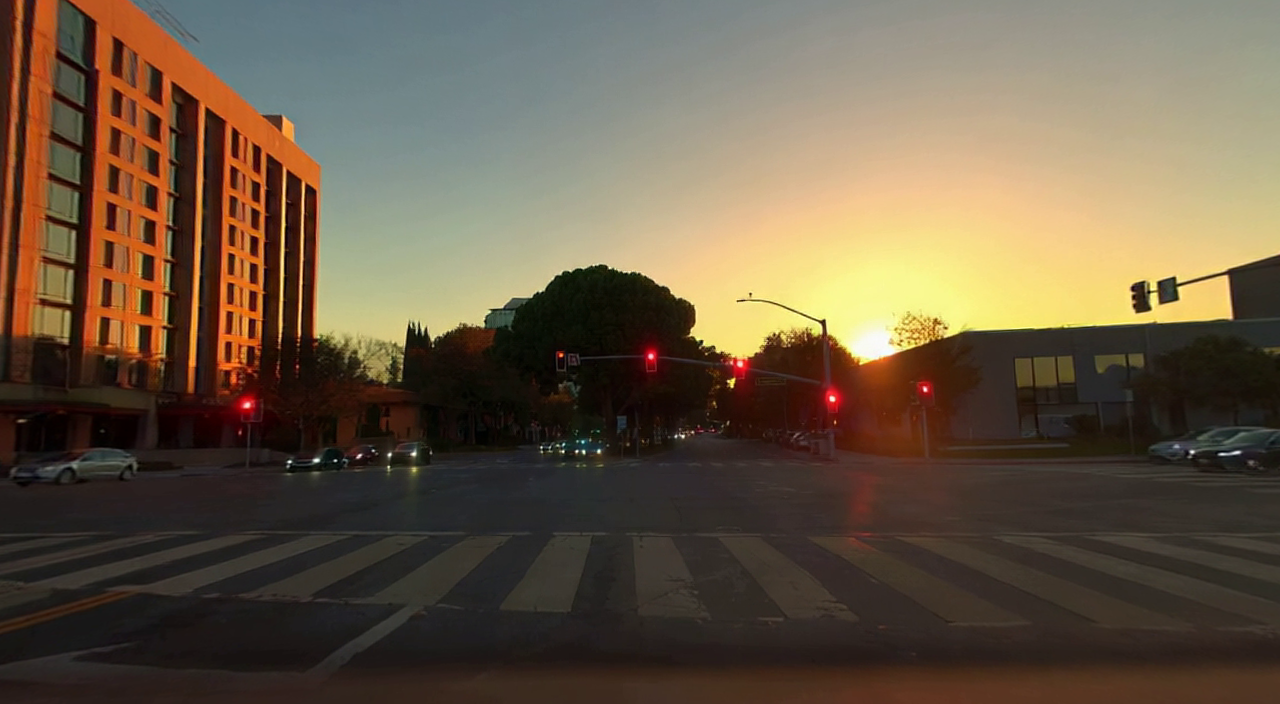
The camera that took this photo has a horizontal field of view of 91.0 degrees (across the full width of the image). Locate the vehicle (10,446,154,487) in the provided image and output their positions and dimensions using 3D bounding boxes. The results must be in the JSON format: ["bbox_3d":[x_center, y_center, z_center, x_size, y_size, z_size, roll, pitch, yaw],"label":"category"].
[{"bbox_3d":[-27.390,5.555,31.045,2.032,1.839,4.884,-7,-11,39],"label":"vehicle"}]

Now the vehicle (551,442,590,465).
[{"bbox_3d":[-4.551,6.722,41.679,1.954,1.431,4.050,0,-9,2],"label":"vehicle"}]

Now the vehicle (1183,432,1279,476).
[{"bbox_3d":[22.304,3.583,22.248,4.474,1.477,1.908,0,-9,-3],"label":"vehicle"}]

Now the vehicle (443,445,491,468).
[{"bbox_3d":[-11.657,7.066,42.691,1.911,1.476,4.297,-1,-9,2],"label":"vehicle"}]

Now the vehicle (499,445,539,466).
[{"bbox_3d":[-8.116,7.004,42.609,1.910,1.321,3.692,0,-9,1],"label":"vehicle"}]

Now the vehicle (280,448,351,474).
[{"bbox_3d":[-21.683,7.296,42.297,1.929,1.619,4.577,-1,-9,6],"label":"vehicle"}]

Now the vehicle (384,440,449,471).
[{"bbox_3d":[-15.160,7.036,43.147,2.340,1.946,5.450,0,-9,2],"label":"vehicle"}]
